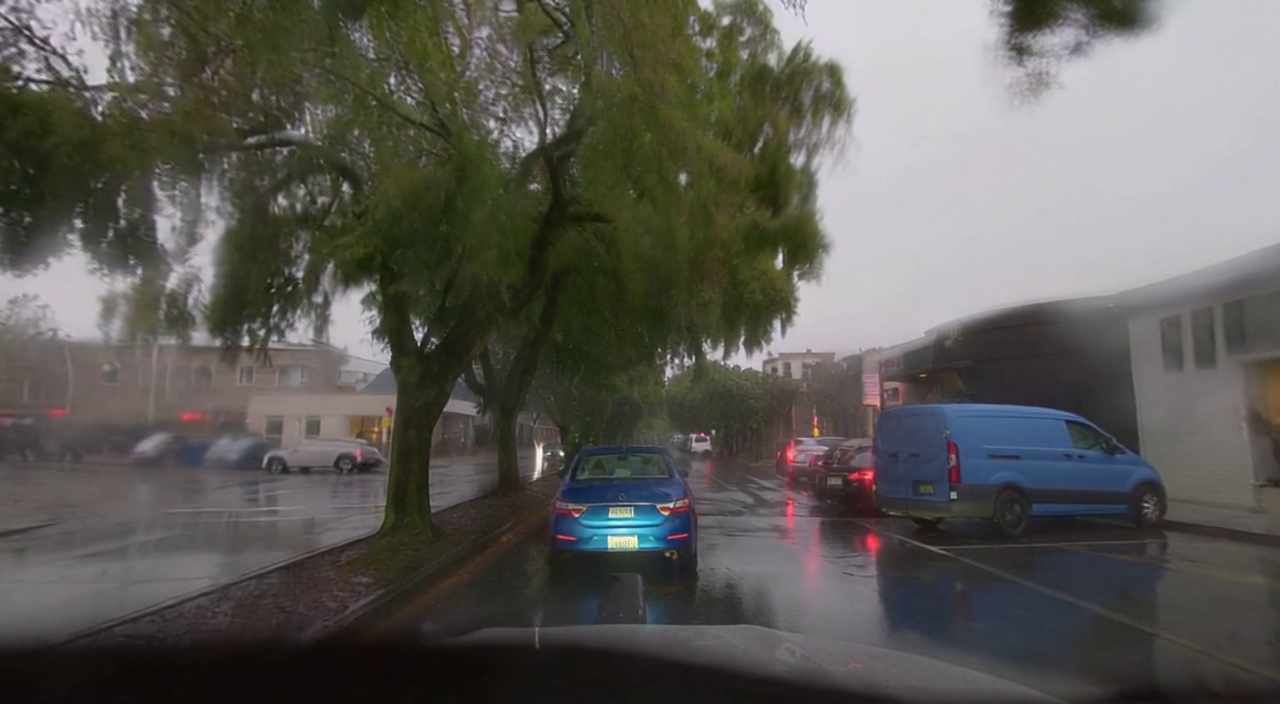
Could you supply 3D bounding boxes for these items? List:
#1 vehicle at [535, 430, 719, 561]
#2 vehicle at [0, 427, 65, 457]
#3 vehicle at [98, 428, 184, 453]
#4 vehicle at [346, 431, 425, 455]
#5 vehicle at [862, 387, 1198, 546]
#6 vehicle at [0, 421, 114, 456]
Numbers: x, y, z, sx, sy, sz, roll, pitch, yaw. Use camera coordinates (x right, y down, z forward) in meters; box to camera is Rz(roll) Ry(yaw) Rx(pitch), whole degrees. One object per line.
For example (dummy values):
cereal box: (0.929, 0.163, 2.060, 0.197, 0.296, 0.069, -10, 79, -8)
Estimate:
vehicle: (-0.226, 1.961, 9.446, 2.065, 1.450, 4.522, 0, -8, -2)
vehicle: (-31.793, 4.508, 31.560, 4.168, 1.458, 1.904, 0, -8, -2)
vehicle: (-31.790, 5.643, 40.301, 3.915, 1.574, 1.850, 0, -8, 3)
vehicle: (-18.450, 6.621, 45.950, 4.892, 1.679, 1.927, 1, -9, -6)
vehicle: (6.656, 1.868, 10.759, 5.385, 2.146, 2.143, 4, -9, -25)
vehicle: (-31.827, 4.736, 34.371, 4.438, 1.814, 2.044, 0, -8, -2)
